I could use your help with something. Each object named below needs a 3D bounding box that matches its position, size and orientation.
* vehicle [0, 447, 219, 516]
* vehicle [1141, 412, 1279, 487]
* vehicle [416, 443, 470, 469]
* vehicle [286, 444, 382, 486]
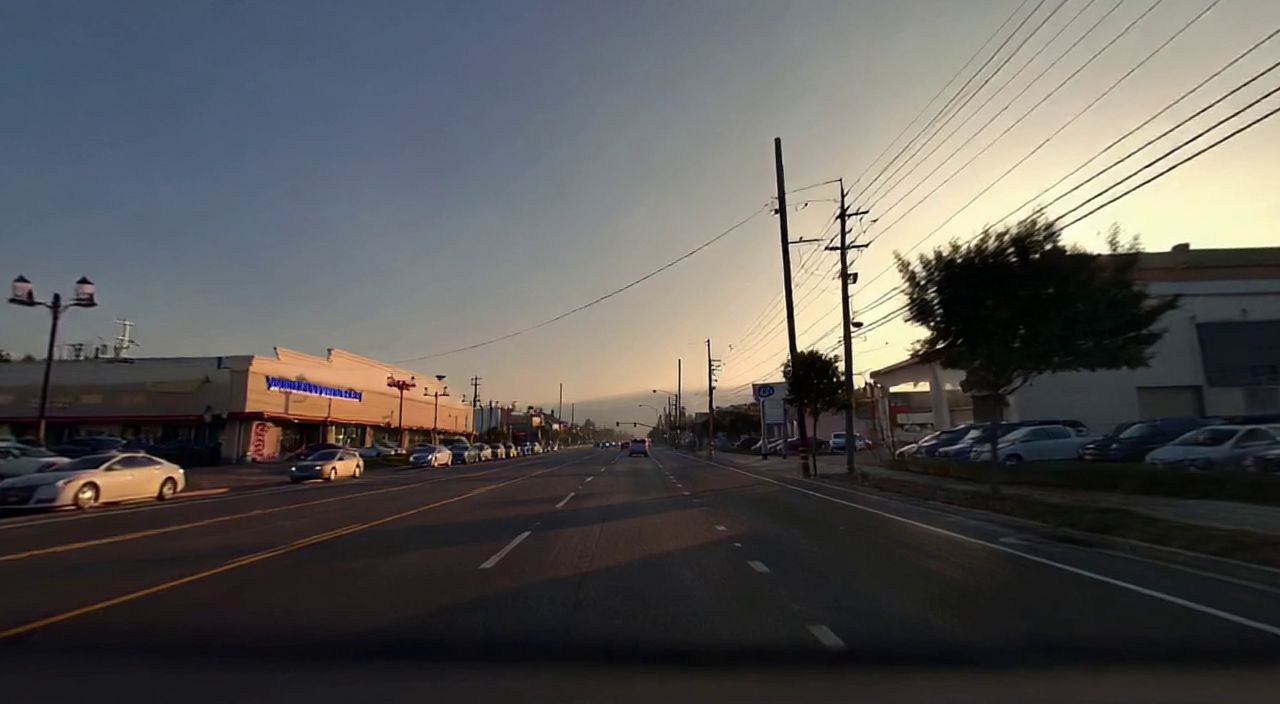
[{"bbox_3d":[-13.499,3.200,16.243,1.921,1.453,5.024,0,-8,0],"label":"vehicle"},{"bbox_3d":[14.417,2.207,14.403,4.142,1.568,2.103,0,-8,2],"label":"vehicle"},{"bbox_3d":[-13.614,7.210,43.928,2.014,1.523,5.092,-3,-8,1],"label":"vehicle"},{"bbox_3d":[-13.628,5.022,28.487,1.955,1.549,5.009,-2,-8,-1],"label":"vehicle"}]
